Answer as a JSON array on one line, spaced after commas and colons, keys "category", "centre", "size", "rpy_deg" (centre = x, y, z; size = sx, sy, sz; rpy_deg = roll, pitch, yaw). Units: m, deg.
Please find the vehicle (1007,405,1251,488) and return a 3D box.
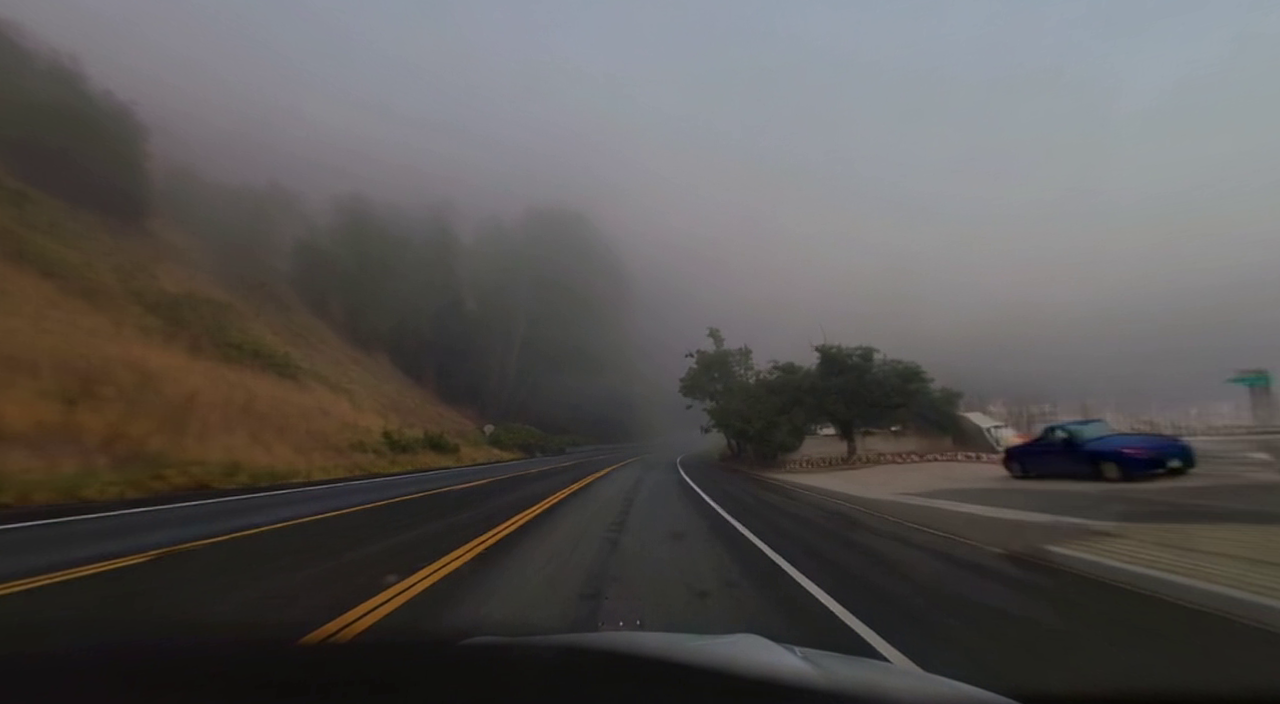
[{"category": "vehicle", "centre": [13.151, 2.707, 17.613], "size": [2.352, 1.872, 5.103], "rpy_deg": [-2, -10, -5]}]
